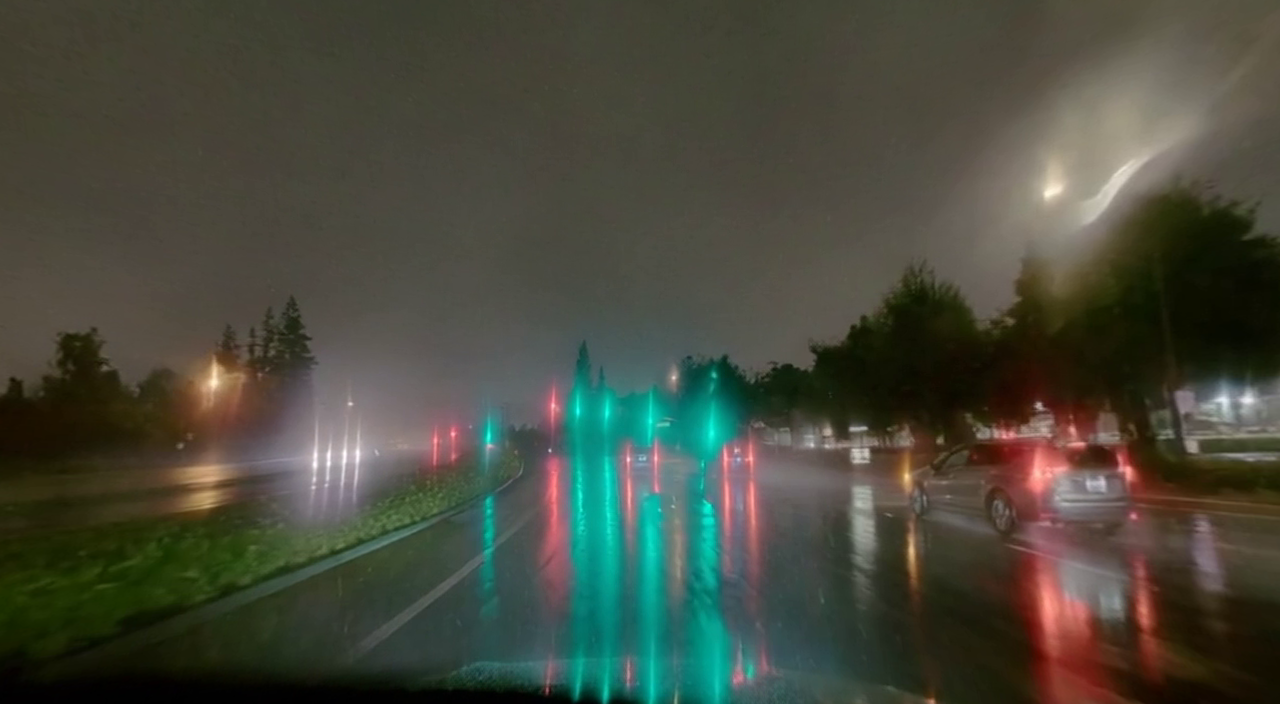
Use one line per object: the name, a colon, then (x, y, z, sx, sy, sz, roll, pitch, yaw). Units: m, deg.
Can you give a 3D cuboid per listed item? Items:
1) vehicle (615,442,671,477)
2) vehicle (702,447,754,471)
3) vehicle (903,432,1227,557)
vehicle: (0.062, 5.562, 32.966, 2.122, 1.646, 4.525, 1, -9, -10)
vehicle: (5.712, 7.011, 41.685, 1.940, 1.460, 4.652, 1, -9, -11)
vehicle: (6.068, 2.044, 9.865, 1.882, 1.476, 4.344, 0, -8, -3)
